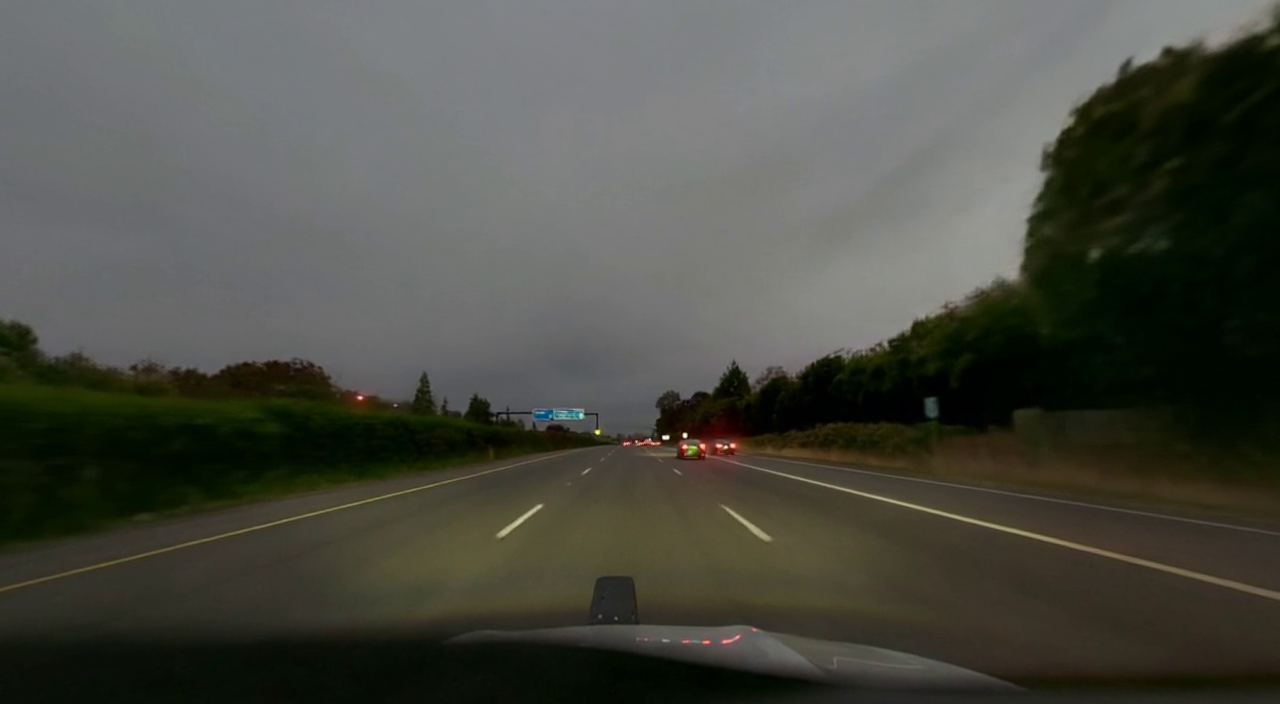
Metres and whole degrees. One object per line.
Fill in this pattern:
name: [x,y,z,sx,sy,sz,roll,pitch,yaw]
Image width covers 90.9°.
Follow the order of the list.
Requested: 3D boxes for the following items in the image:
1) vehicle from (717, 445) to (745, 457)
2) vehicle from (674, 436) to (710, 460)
vehicle: [6.875,7.502,47.852,1.535,0.862,2.814,0,-8,-4]
vehicle: [3.250,6.110,40.263,1.819,1.468,3.770,0,-8,-3]
